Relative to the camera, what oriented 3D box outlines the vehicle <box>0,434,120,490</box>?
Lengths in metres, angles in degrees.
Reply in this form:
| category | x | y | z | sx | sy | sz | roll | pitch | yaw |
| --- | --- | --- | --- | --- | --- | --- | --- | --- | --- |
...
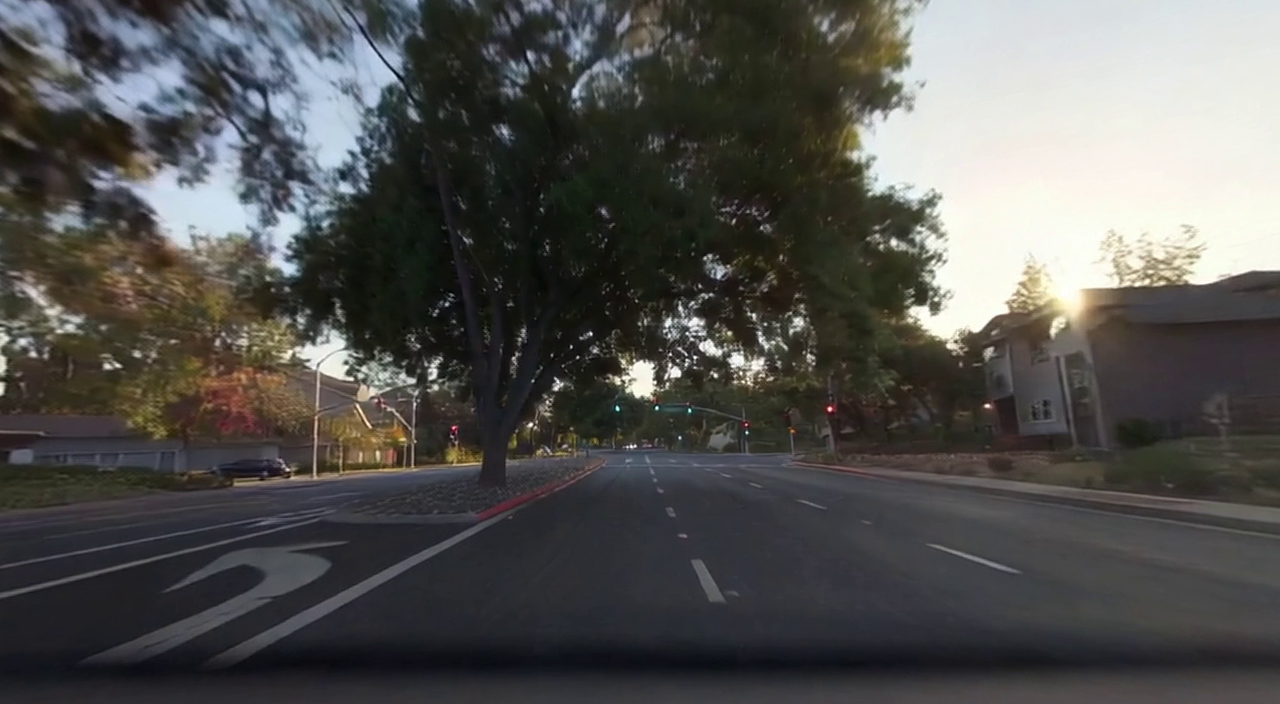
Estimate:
| category | x | y | z | sx | sy | sz | roll | pitch | yaw |
| --- | --- | --- | --- | --- | --- | --- | --- | --- | --- |
| vehicle | -42.666 | 7.724 | 44.912 | 2.967 | 3.537 | 10.275 | 0 | -9 | -2 |
